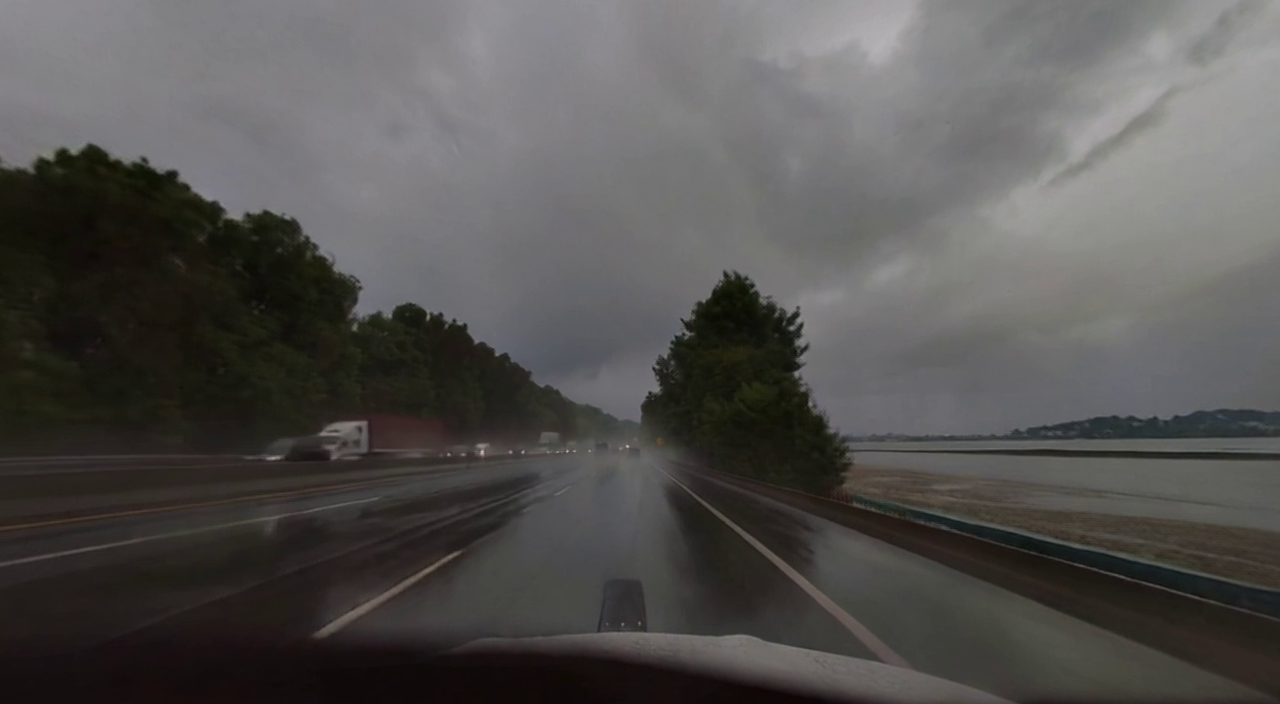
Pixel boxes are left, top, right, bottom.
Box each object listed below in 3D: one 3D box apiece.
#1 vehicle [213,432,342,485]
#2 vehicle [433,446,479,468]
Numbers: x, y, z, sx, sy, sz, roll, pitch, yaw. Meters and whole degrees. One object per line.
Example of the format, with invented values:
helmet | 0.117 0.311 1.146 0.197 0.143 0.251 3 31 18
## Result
vehicle | -13.556 4.029 23.989 2.107 1.790 4.620 0 -9 0
vehicle | -13.484 7.721 46.466 2.027 1.519 4.733 0 -9 0
